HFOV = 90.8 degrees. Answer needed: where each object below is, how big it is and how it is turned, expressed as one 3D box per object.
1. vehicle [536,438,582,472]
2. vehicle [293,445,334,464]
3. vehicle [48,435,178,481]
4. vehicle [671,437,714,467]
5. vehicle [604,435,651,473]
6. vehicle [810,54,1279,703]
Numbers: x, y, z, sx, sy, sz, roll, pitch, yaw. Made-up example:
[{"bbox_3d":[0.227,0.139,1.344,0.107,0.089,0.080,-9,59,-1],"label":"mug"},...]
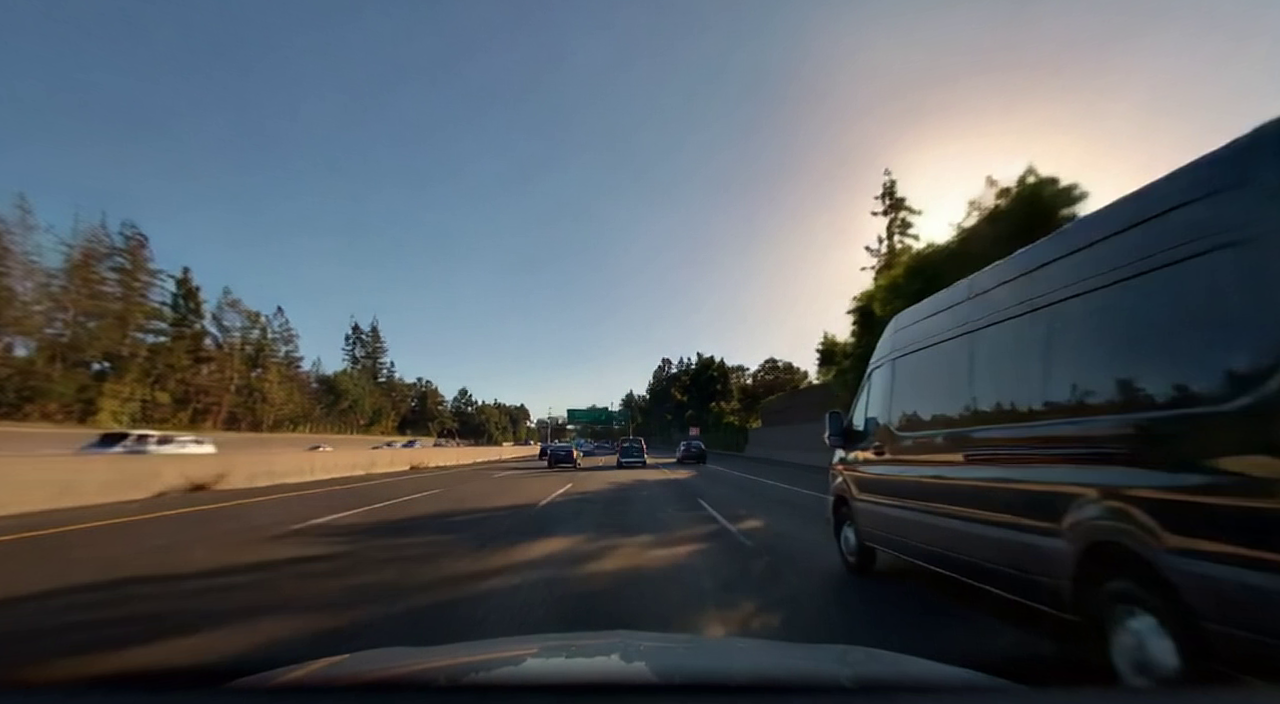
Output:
[{"bbox_3d":[-4.407,5.677,35.019,2.023,1.709,4.263,0,-8,0],"label":"vehicle"},{"bbox_3d":[-25.278,7.931,49.050,1.448,1.423,3.208,0,-8,0],"label":"vehicle"},{"bbox_3d":[-18.221,3.659,22.057,1.573,1.473,3.348,0,-8,0],"label":"vehicle"},{"bbox_3d":[3.262,6.340,40.066,2.160,1.759,4.214,0,-8,-2],"label":"vehicle"},{"bbox_3d":[-0.638,5.249,32.757,2.297,1.783,4.355,0,-8,-1],"label":"vehicle"},{"bbox_3d":[3.536,0.634,4.511,2.631,2.709,6.496,0,-8,-2],"label":"vehicle"}]
